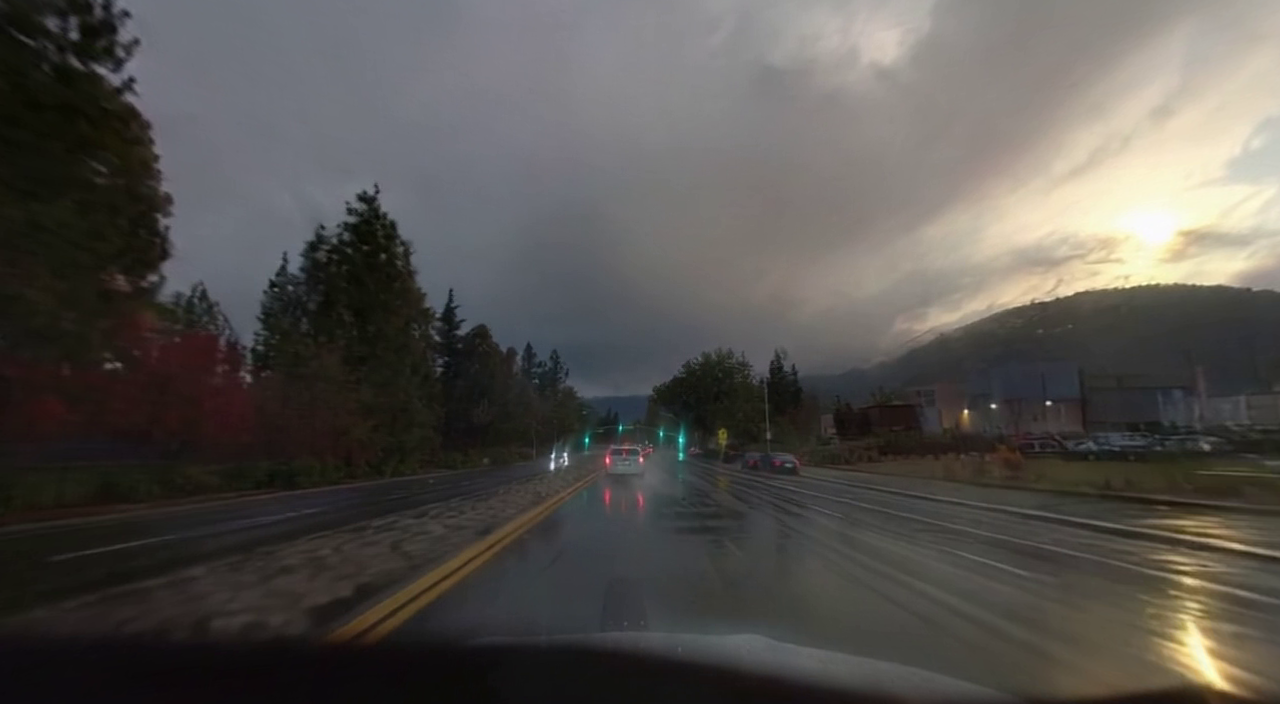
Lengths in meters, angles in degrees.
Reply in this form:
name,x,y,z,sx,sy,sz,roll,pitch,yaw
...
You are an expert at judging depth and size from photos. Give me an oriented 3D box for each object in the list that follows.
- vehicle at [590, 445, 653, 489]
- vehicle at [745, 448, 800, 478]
name,x,y,z,sx,sy,sz,roll,pitch,yaw
vehicle,-0.595,4.177,23.288,2.099,1.470,4.302,0,-8,0
vehicle,7.401,6.219,35.628,2.164,1.511,4.571,0,-8,1
